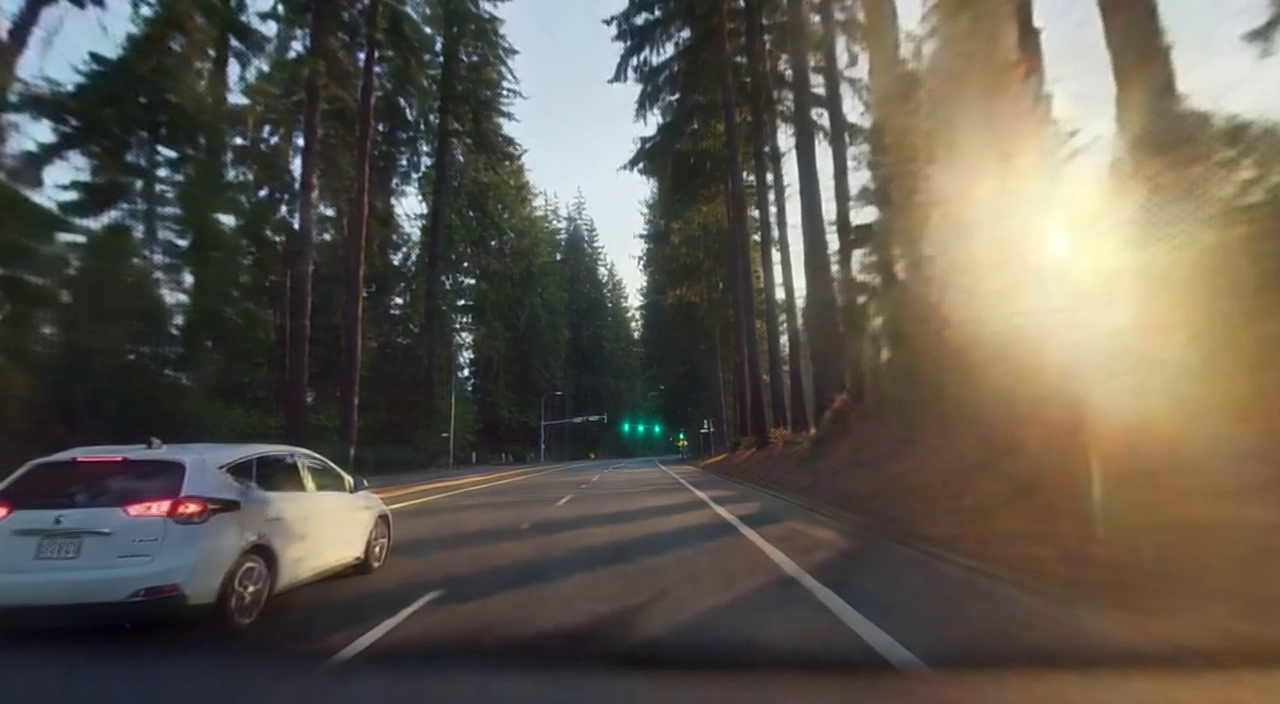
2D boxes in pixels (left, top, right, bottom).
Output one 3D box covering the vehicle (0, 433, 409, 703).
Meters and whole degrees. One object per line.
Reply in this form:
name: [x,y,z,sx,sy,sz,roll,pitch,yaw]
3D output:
vehicle: [-3.823,1.482,5.555,1.946,1.437,4.154,0,-8,1]
